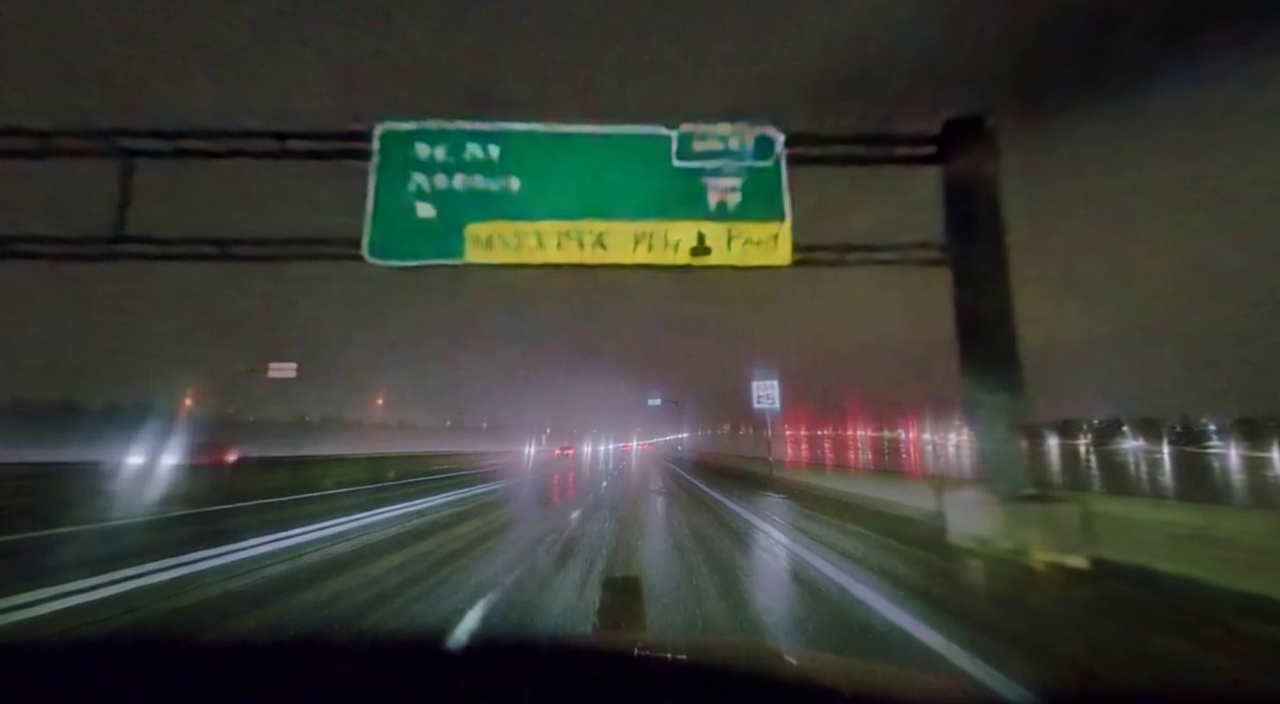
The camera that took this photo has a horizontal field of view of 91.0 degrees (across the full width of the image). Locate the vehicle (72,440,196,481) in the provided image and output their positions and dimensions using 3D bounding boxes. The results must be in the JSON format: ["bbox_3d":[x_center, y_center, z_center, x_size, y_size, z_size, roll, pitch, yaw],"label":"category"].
[{"bbox_3d":[-20.662,4.432,25.946,1.787,1.512,3.945,0,-9,1],"label":"vehicle"}]
